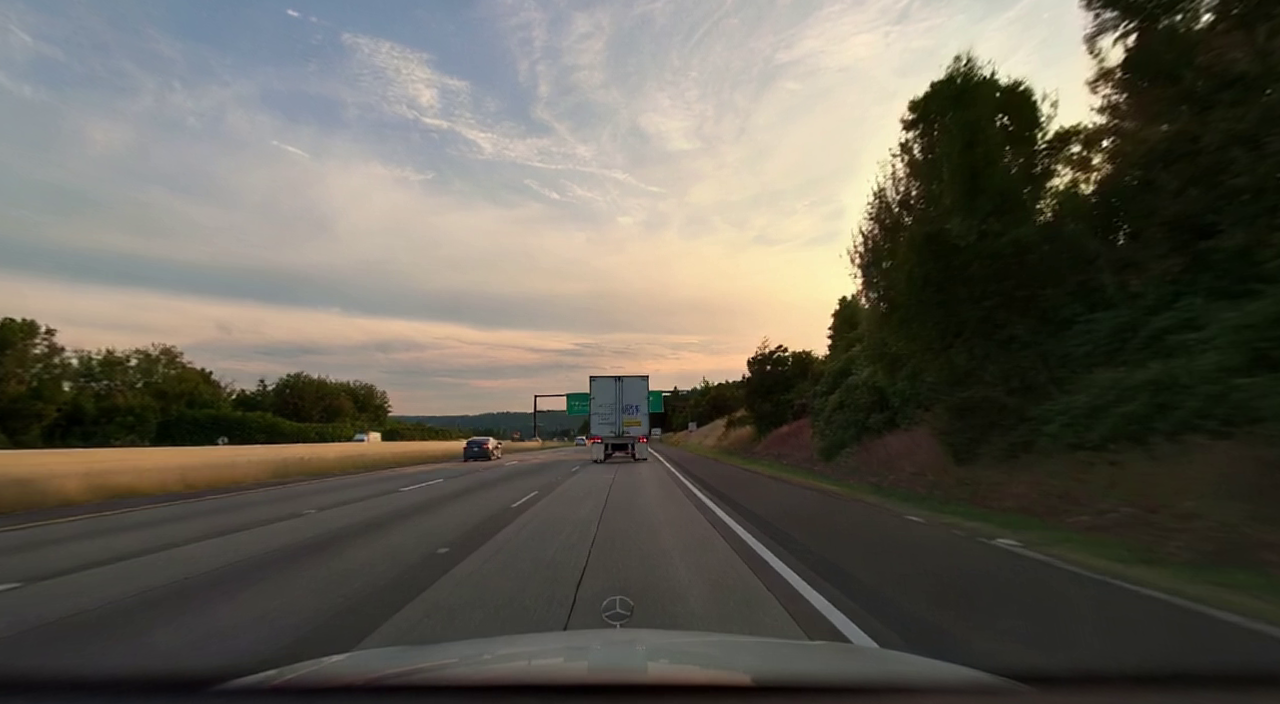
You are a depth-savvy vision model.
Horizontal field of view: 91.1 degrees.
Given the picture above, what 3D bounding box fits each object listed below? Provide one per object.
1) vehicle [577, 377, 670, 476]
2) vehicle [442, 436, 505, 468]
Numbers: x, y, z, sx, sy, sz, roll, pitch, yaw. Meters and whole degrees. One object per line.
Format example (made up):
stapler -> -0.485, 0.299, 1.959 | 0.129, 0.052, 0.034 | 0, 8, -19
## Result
vehicle -> -0.736, 3.450, 28.089 | 3.033, 3.223, 14.836 | 0, -8, -2
vehicle -> -8.038, 4.815, 30.705 | 1.949, 1.437, 4.296 | 0, -8, -1
